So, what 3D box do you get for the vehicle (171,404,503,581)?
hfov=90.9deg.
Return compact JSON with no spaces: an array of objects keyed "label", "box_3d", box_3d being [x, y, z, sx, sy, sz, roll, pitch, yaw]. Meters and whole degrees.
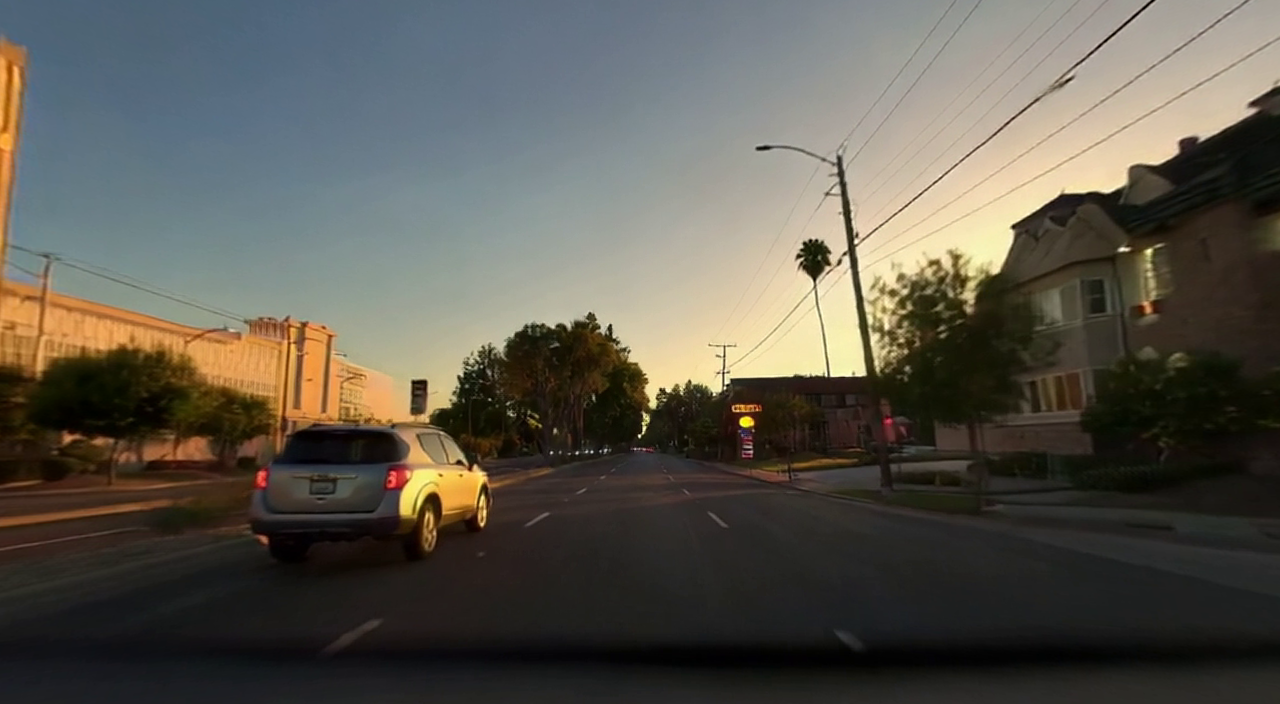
[{"label":"vehicle","box_3d":[-3.452,1.706,8.501,2.062,1.693,4.669,0,-9,1]}]
